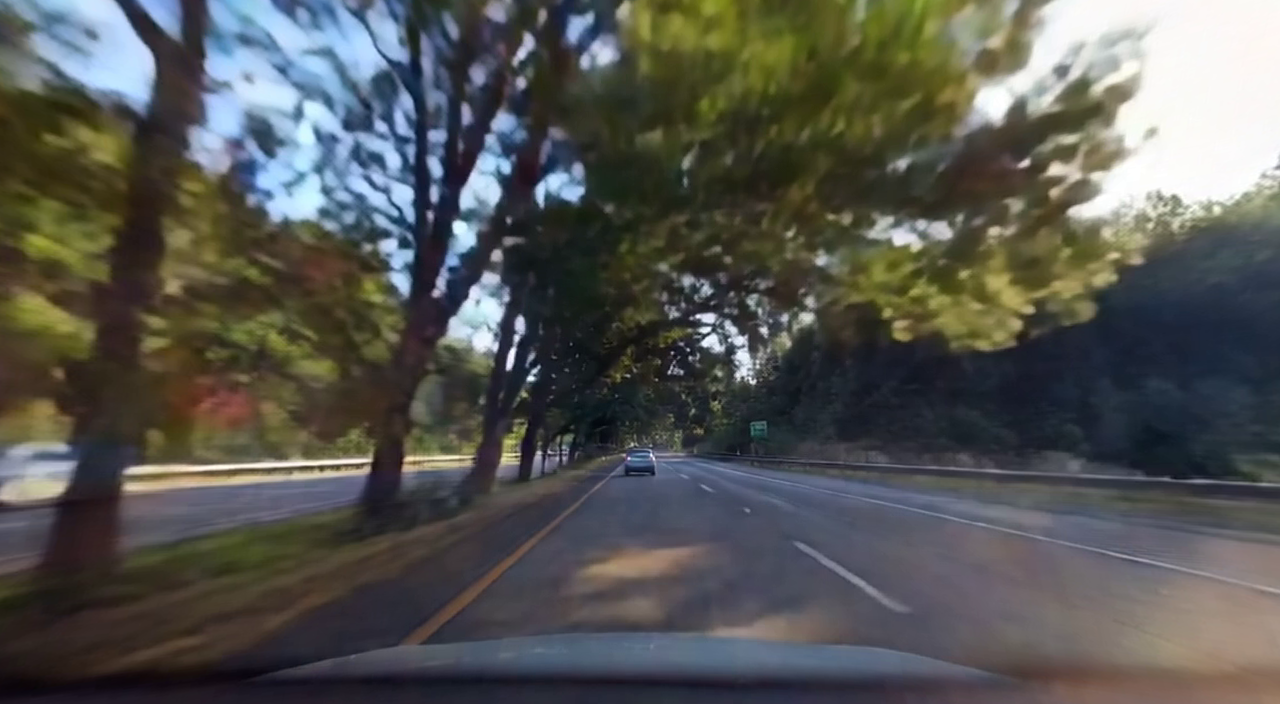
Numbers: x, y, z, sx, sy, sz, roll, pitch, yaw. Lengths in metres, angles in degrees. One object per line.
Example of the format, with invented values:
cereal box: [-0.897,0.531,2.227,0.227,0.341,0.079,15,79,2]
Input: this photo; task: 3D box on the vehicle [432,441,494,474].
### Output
vehicle: [-9.301,5.588,33.538,2.026,1.640,4.267,0,-9,1]

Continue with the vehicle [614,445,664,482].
vehicle: [-0.063,4.982,28.448,2.114,1.523,4.012,0,-9,-1]
